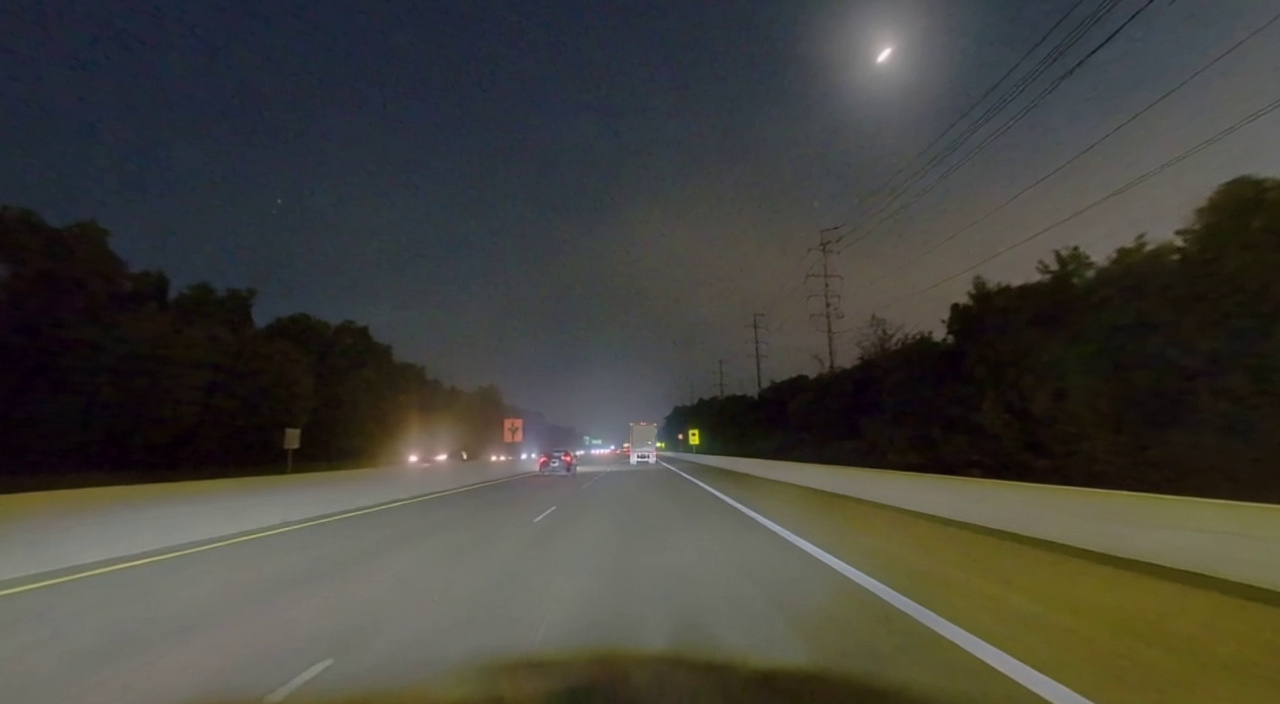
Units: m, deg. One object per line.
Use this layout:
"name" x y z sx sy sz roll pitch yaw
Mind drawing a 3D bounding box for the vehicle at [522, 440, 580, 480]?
"vehicle" -4.053 5.006 29.538 2.111 1.735 4.066 0 -9 0

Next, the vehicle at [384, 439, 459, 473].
"vehicle" -11.798 5.663 34.411 2.228 1.677 5.206 0 -9 0
